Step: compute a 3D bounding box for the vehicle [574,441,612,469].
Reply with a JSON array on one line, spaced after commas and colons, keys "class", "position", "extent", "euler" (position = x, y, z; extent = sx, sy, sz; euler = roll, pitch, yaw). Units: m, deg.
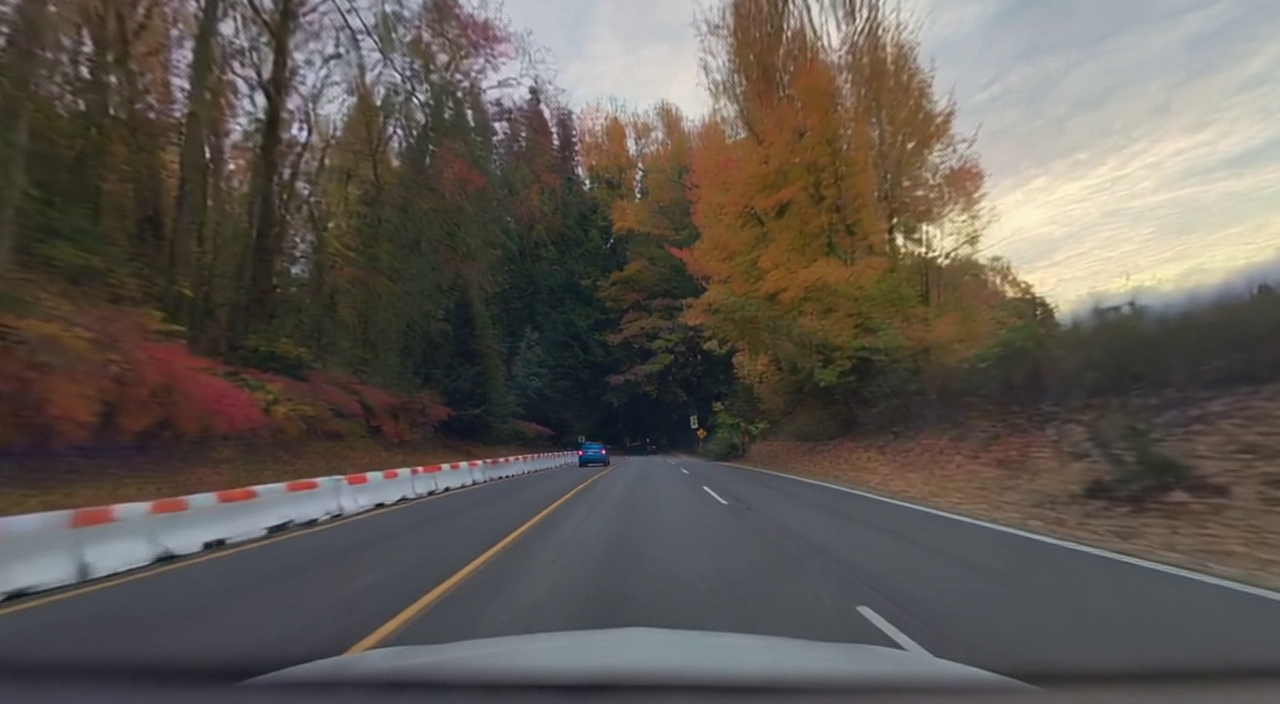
[{"class": "vehicle", "position": [-2.711, 6.043, 37.081], "extent": [1.902, 1.505, 4.016], "euler": [0, -8, 0]}]
